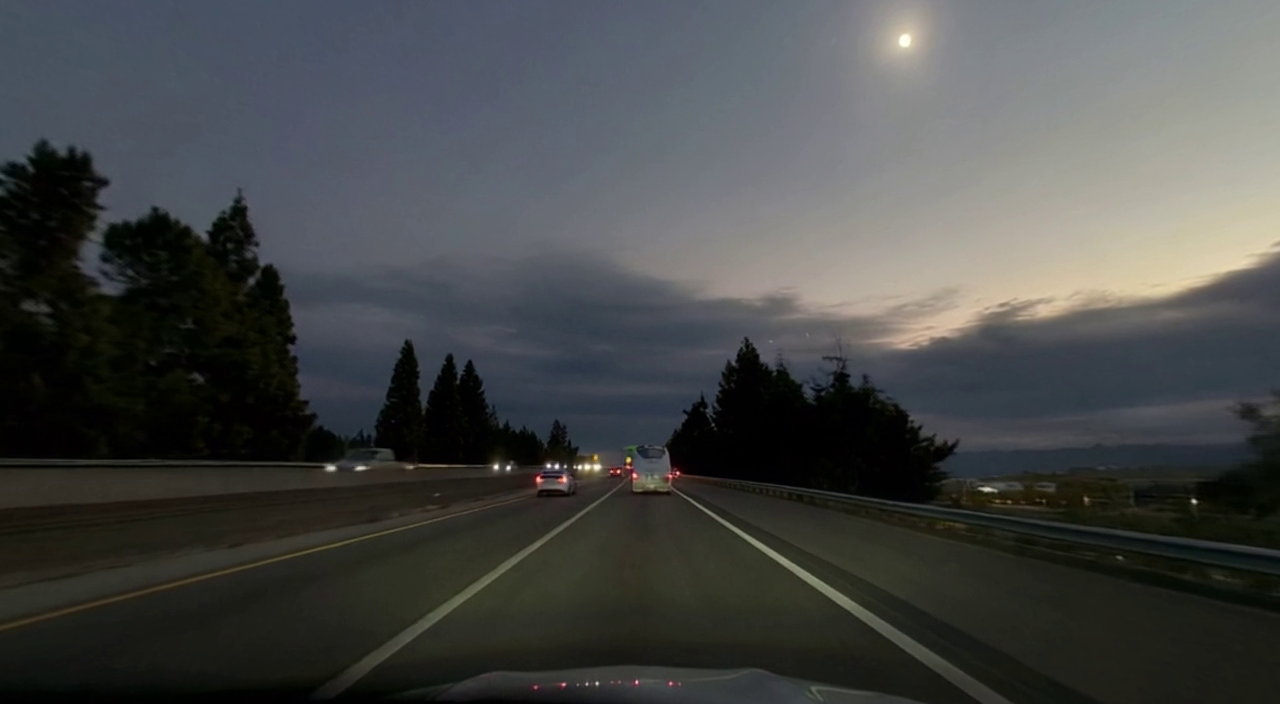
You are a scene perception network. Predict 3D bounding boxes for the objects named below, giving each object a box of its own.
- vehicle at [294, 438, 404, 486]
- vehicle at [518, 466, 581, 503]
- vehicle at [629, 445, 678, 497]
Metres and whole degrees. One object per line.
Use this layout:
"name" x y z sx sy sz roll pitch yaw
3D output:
"vehicle" -12.264 4.761 27.053 2.092 1.807 5.343 1 -11 1
"vehicle" -4.043 6.031 28.970 2.128 1.491 4.508 1 -10 1
"vehicle" 0.651 6.512 34.497 2.482 2.549 5.447 1 -10 -1
